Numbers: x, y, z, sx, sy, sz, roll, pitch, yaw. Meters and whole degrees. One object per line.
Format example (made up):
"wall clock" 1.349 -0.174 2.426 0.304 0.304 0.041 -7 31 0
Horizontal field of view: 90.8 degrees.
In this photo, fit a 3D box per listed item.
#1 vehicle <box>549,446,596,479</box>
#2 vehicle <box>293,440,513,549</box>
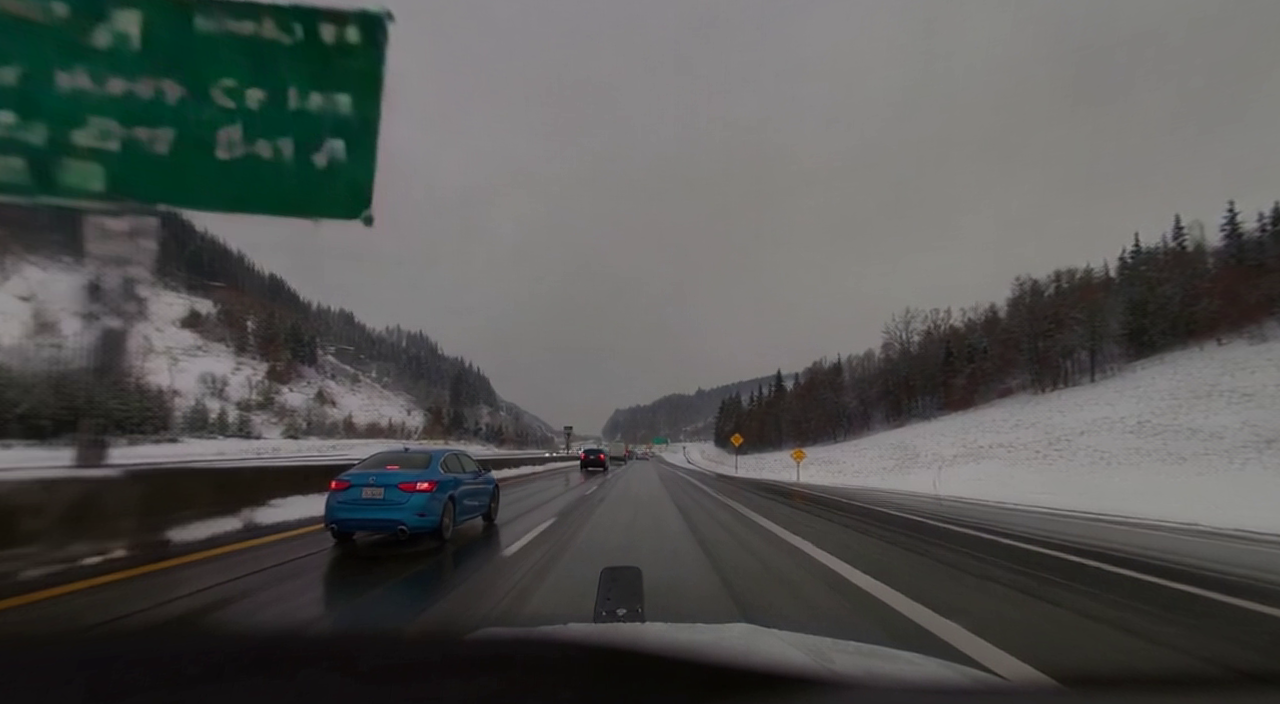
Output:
"vehicle" -3.625 6.043 34.732 2.073 1.694 4.162 0 -9 1
"vehicle" -3.643 2.280 10.780 1.988 1.440 4.504 0 -9 0
